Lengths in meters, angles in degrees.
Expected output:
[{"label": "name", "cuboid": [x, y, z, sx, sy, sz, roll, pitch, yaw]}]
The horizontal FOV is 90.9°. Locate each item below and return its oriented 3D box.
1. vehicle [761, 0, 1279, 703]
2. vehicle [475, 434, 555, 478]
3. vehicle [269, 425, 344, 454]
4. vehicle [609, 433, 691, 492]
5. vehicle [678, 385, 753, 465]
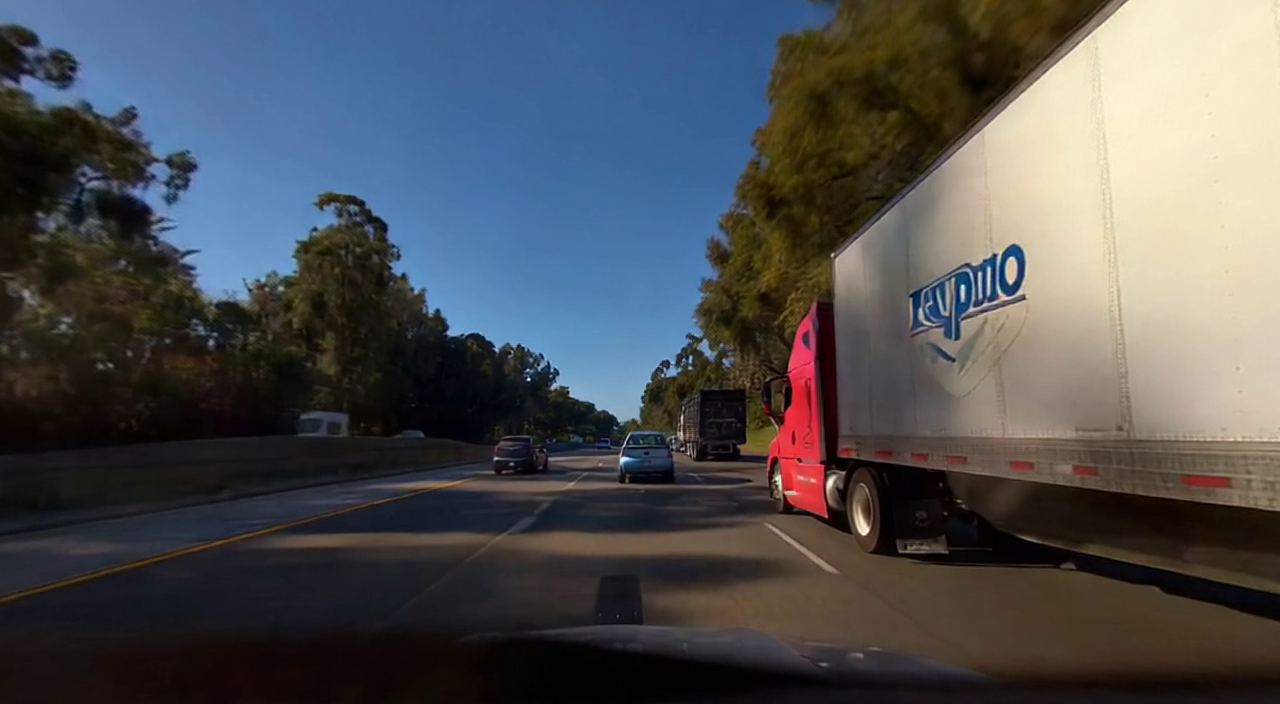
[{"label": "vehicle", "cuboid": [4.266, 0.204, 6.733, 2.816, 4.070, 14.136, 0, -8, -1]}, {"label": "vehicle", "cuboid": [-4.522, 3.799, 23.475, 2.048, 1.452, 4.430, 0, -8, 0]}, {"label": "vehicle", "cuboid": [-17.492, 4.609, 33.247, 1.805, 1.437, 3.799, 0, -7, 2]}, {"label": "vehicle", "cuboid": [0.238, 2.988, 17.478, 2.021, 1.435, 3.611, 0, -8, -1]}, {"label": "vehicle", "cuboid": [4.253, 4.646, 39.082, 2.869, 4.067, 13.731, 0, -8, 0]}]
